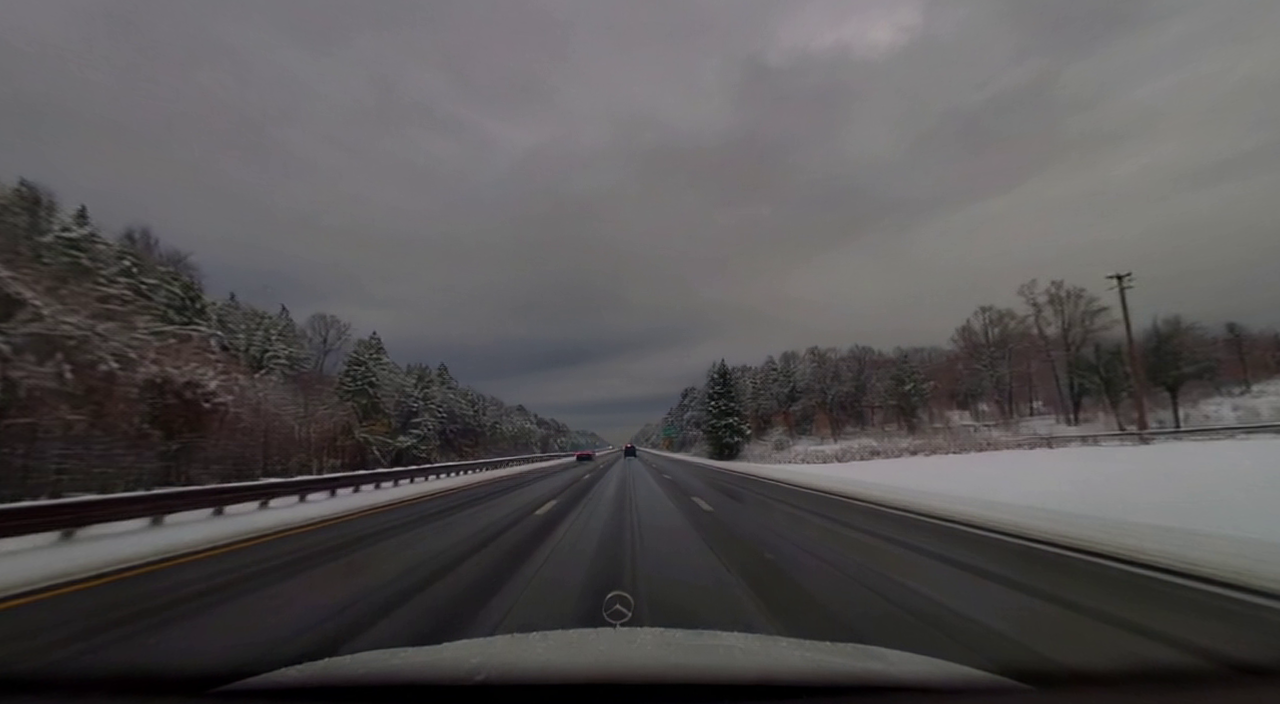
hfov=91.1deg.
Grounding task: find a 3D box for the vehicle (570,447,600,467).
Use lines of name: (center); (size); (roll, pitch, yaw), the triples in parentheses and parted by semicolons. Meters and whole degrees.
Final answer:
vehicle: (-4.245, 8.222, 49.214); (1.970, 1.492, 3.944); (0, -9, 0)
